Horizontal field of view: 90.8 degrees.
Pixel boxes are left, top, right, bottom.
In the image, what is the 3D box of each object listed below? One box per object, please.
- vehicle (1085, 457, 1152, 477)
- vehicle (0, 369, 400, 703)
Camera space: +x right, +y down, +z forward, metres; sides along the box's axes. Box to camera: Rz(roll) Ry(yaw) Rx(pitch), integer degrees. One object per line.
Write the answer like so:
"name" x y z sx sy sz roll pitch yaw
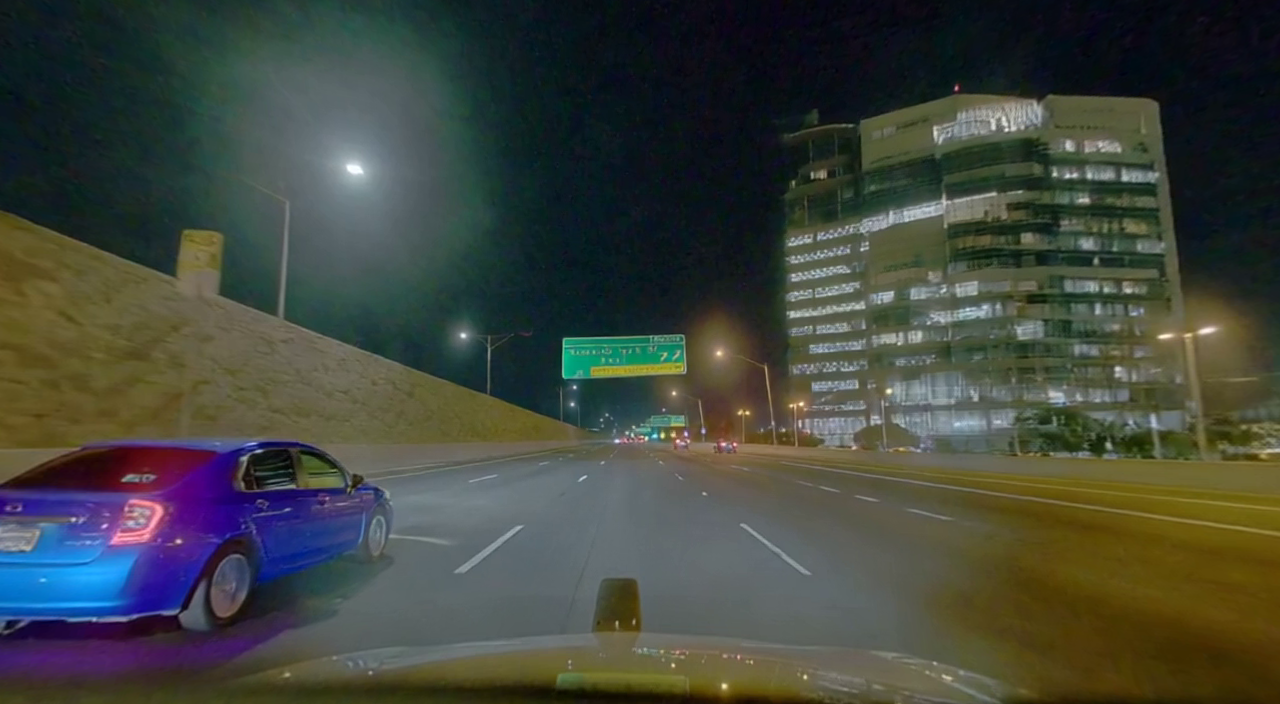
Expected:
"vehicle" 35.199 8.458 46.498 3.611 1.377 1.625 0 -8 0
"vehicle" -3.879 1.209 5.274 2.070 1.641 4.315 0 -8 -1
